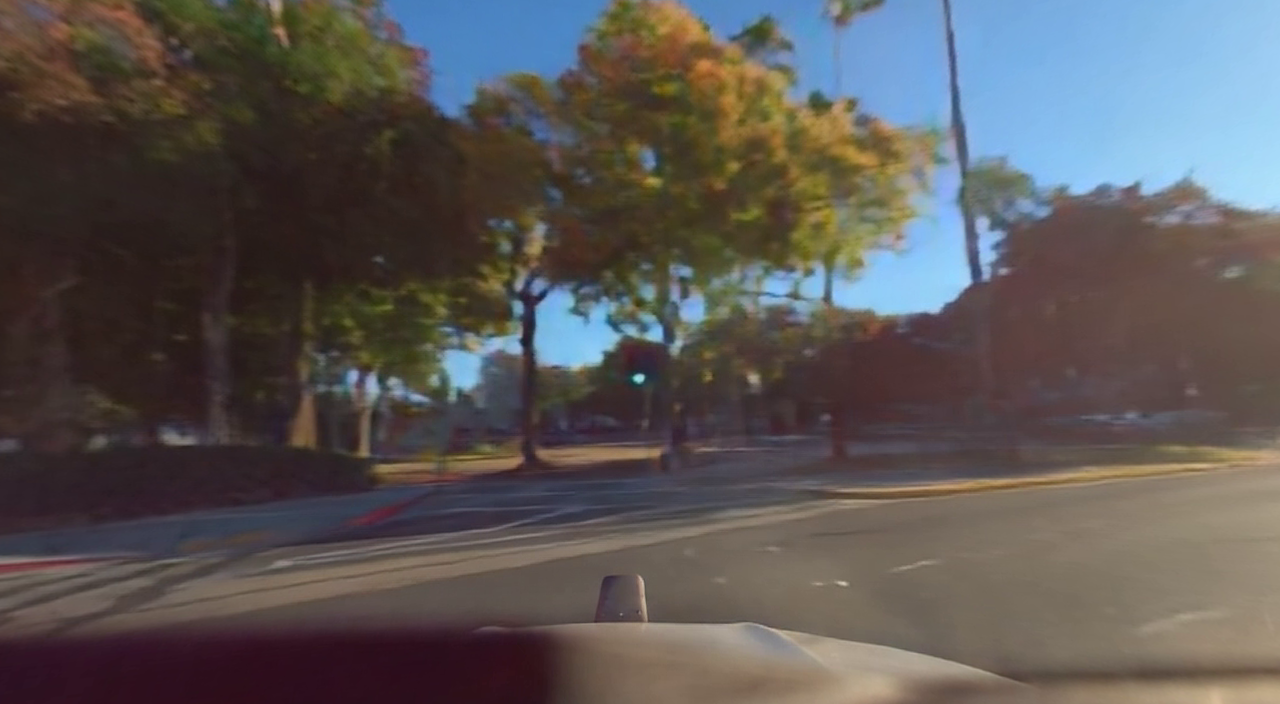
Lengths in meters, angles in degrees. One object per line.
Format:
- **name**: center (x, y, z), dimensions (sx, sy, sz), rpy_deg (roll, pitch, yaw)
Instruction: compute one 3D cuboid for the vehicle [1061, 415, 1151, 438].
- **vehicle**: center (36.735, 5.925, 49.977), dimensions (5.497, 1.631, 1.849), rpy_deg (-6, -10, 36)
